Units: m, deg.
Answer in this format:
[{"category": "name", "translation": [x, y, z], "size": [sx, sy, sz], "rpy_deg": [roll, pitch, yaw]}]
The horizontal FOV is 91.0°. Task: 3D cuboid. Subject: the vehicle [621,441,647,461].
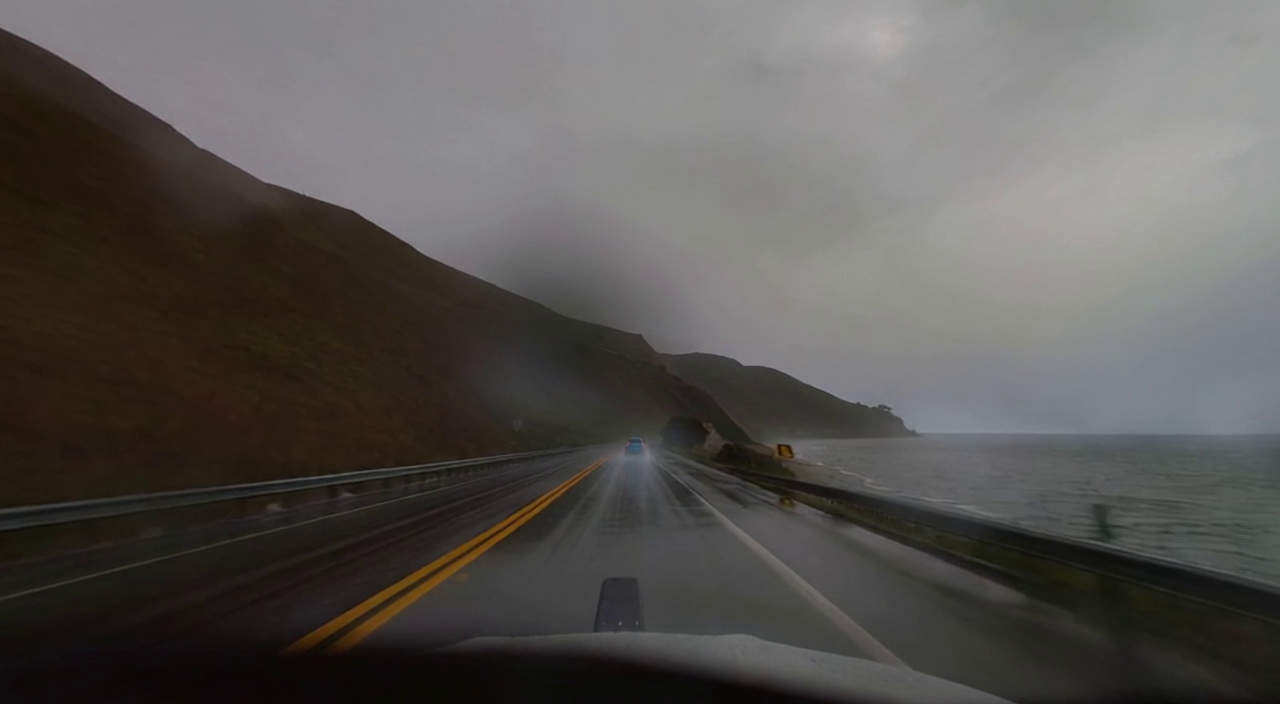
[{"category": "vehicle", "translation": [-0.457, 7.681, 48.876], "size": [1.912, 1.430, 3.811], "rpy_deg": [0, -8, -1]}]
